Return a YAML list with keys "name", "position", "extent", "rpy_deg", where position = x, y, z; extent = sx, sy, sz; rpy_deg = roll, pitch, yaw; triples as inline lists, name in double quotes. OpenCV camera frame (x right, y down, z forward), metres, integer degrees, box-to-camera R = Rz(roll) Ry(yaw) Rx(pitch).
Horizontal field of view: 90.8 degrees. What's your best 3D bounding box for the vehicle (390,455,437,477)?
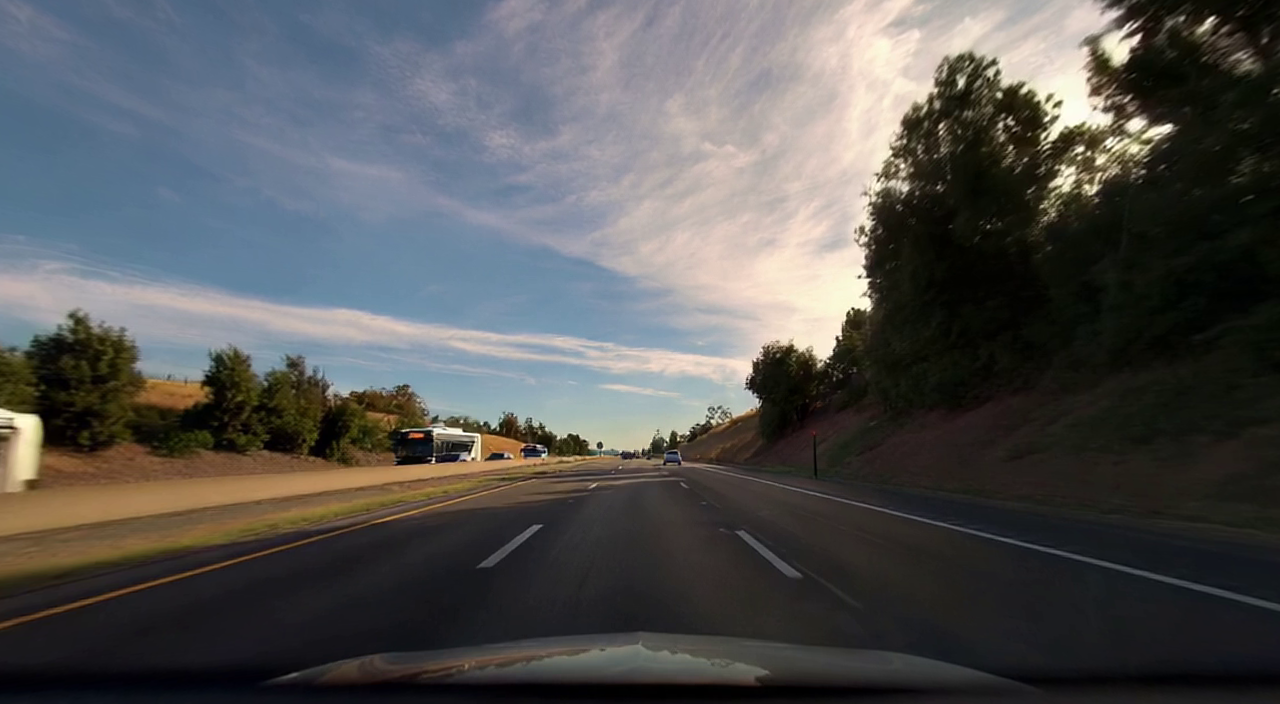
- name: "vehicle"
  position: [-15.903, 8.008, 44.435]
  extent: [1.874, 1.404, 3.723]
  rpy_deg: [0, -9, 1]
